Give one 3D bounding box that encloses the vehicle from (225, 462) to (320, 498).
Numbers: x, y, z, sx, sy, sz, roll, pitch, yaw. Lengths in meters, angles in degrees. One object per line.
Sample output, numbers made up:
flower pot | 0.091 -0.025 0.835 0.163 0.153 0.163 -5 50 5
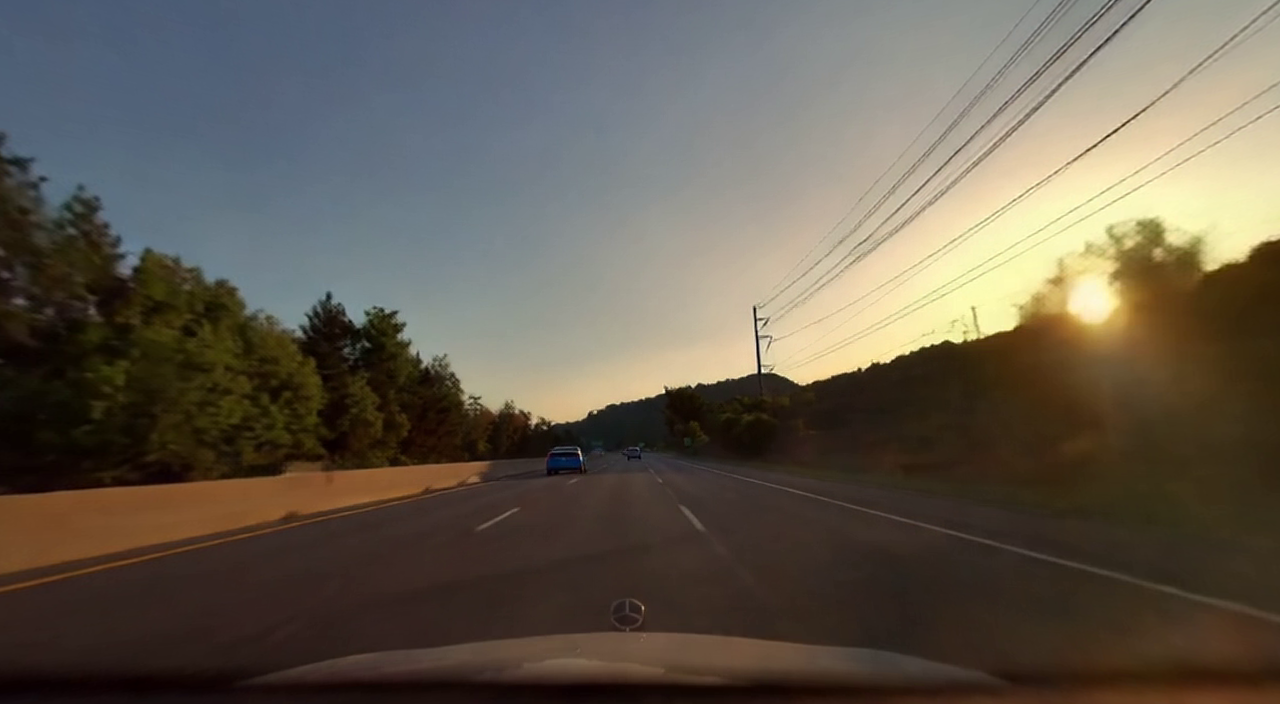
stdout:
vehicle | -17.428 6.060 30.211 1.832 1.481 4.670 0 -9 -2
